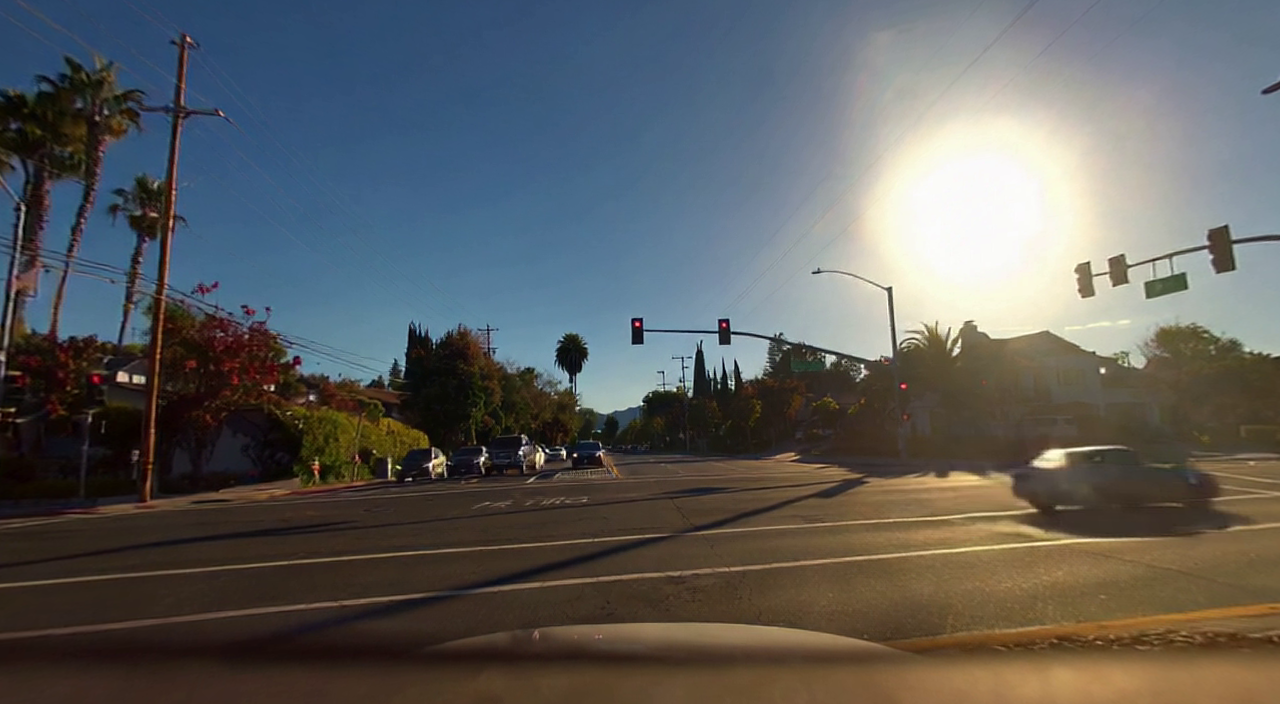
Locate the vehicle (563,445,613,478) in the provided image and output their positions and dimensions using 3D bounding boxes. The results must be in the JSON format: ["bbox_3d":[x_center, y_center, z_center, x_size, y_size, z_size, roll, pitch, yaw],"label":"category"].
[{"bbox_3d":[-2.426,5.281,30.834,2.174,1.477,4.805,0,-9,-2],"label":"vehicle"}]

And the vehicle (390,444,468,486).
[{"bbox_3d":[-10.168,5.458,30.890,2.241,1.819,4.690,0,-9,-1],"label":"vehicle"}]

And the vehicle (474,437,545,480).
[{"bbox_3d":[-6.391,5.295,31.690,2.479,1.977,5.254,0,-9,-1],"label":"vehicle"}]

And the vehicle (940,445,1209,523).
[{"bbox_3d":[8.955,2.650,13.169,4.443,1.367,2.197,2,-9,-16],"label":"vehicle"}]
